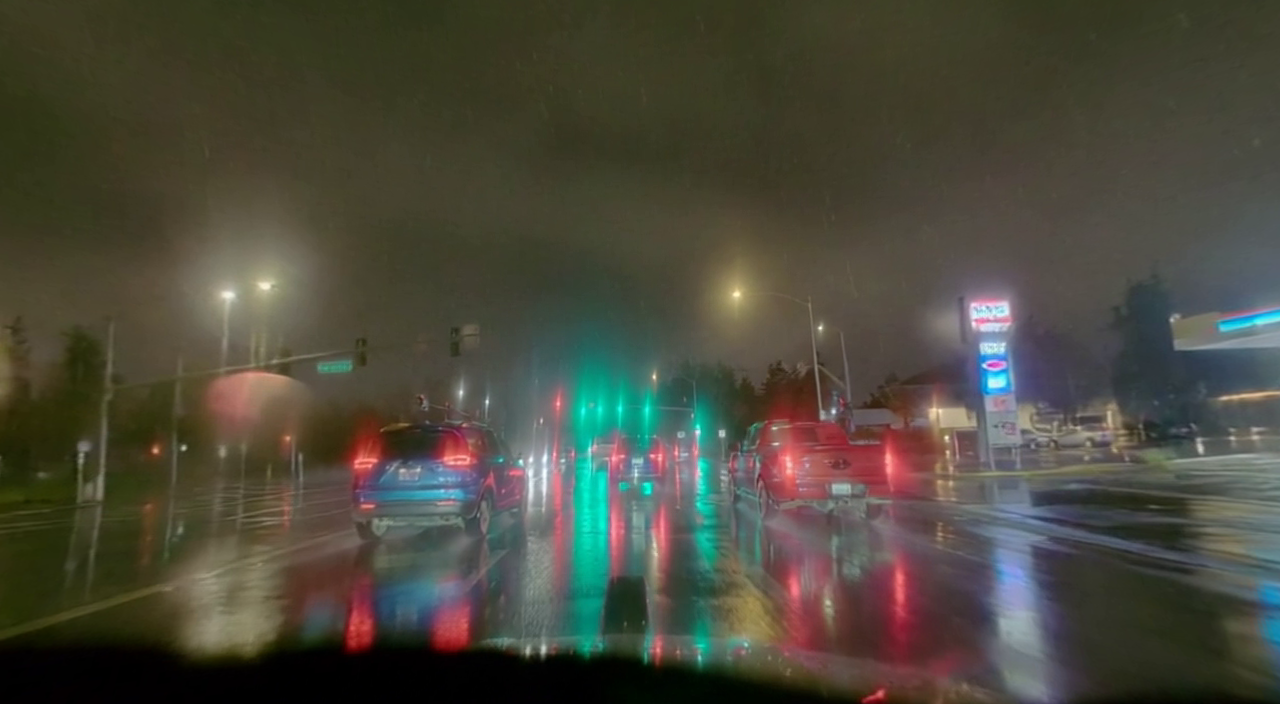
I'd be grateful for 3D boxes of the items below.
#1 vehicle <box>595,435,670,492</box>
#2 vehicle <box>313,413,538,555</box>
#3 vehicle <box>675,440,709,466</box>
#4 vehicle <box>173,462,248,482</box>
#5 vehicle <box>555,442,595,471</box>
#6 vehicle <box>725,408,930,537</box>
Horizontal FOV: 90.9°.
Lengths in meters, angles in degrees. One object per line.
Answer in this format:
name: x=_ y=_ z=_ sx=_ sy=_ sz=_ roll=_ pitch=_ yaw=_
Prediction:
vehicle: x=-0.242 y=3.550 z=20.466 sx=2.181 sy=1.650 sz=4.083 roll=0 pitch=-8 yaw=-1
vehicle: x=-3.008 y=1.953 z=10.013 sx=2.019 sy=1.731 sz=4.299 roll=0 pitch=-8 yaw=0
vehicle: x=3.705 y=7.324 z=45.819 sx=2.122 sy=1.745 sz=4.337 roll=0 pitch=-8 yaw=0
vehicle: x=-33.863 y=9.428 z=49.760 sx=4.630 sy=1.484 sz=1.790 roll=-1 pitch=-8 yaw=4
vehicle: x=-3.617 y=5.908 z=35.833 sx=1.954 sy=1.497 sz=4.078 roll=0 pitch=-8 yaw=-1
vehicle: x=3.102 y=2.156 z=11.931 sx=2.161 sy=1.868 sz=5.321 roll=0 pitch=-8 yaw=-1
